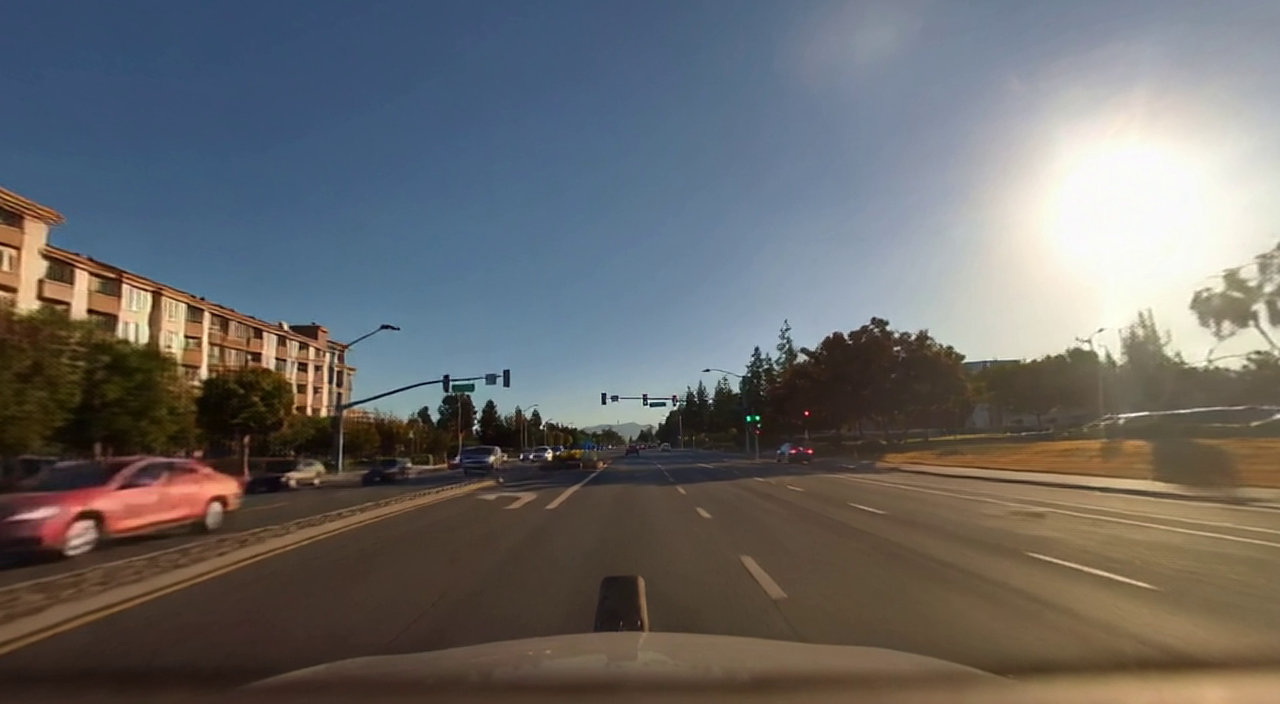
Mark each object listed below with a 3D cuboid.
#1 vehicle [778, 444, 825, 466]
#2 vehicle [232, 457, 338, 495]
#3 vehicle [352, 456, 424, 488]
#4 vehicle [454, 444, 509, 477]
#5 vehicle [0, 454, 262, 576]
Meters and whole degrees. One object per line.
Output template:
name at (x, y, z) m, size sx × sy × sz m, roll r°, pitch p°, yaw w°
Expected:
vehicle at (11.469, 7.363, 45.164) m, size 1.955 × 1.455 × 4.727 m, roll 0°, pitch -9°, yaw -2°
vehicle at (-15.451, 5.390, 27.845) m, size 1.989 × 1.460 × 4.711 m, roll 0°, pitch -9°, yaw -1°
vehicle at (-11.830, 5.622, 29.927) m, size 1.880 × 1.344 × 3.782 m, roll 0°, pitch -8°, yaw -1°
vehicle at (-8.939, 6.161, 36.095) m, size 2.035 × 1.711 × 4.463 m, roll 0°, pitch -9°, yaw -1°
vehicle at (-8.515, 2.399, 10.162) m, size 2.140 × 1.460 × 4.449 m, roll 0°, pitch -9°, yaw -1°
